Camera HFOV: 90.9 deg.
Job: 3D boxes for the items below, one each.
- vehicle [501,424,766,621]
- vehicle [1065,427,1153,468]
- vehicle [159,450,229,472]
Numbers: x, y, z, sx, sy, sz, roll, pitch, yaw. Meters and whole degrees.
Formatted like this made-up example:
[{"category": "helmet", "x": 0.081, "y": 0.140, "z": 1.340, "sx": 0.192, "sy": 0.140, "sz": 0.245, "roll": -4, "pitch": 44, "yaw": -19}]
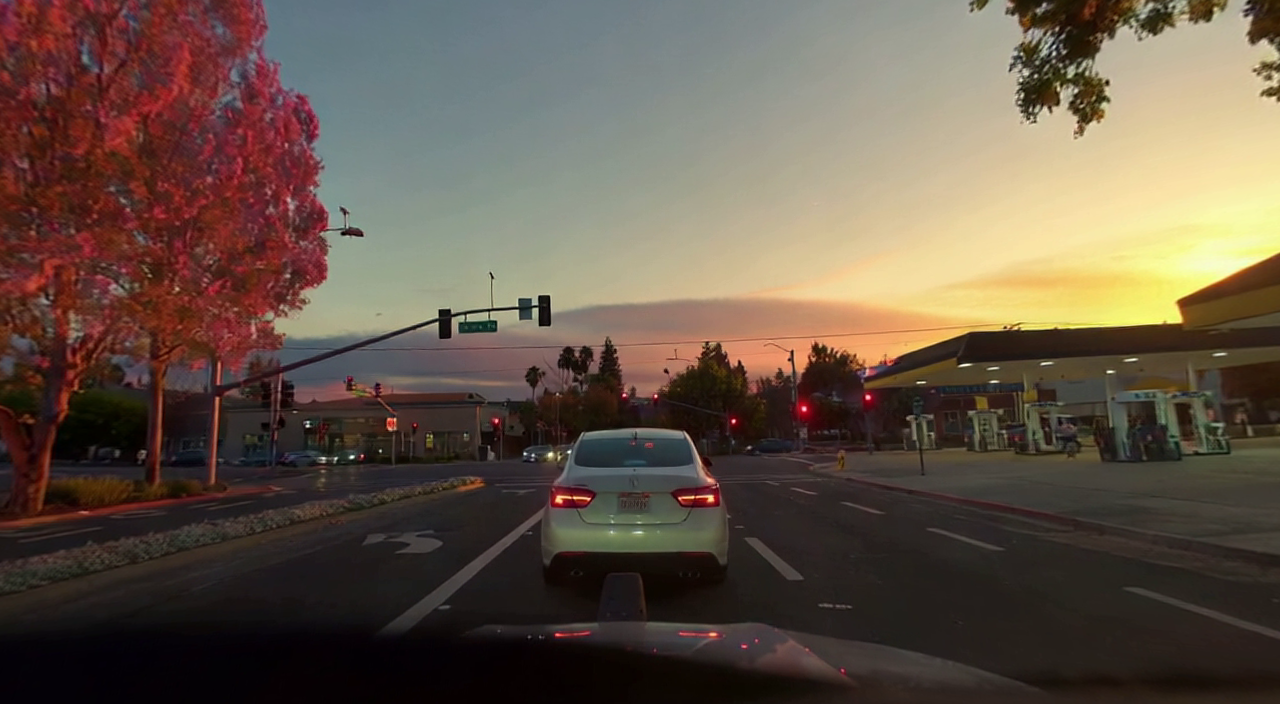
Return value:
[{"category": "vehicle", "x": -0.052, "y": 1.601, "z": 6.894, "sx": 2.010, "sy": 1.482, "sz": 4.057, "roll": 0, "pitch": -8, "yaw": 0}, {"category": "vehicle", "x": 18.554, "y": 3.754, "z": 24.863, "sx": 4.091, "sy": 1.495, "sz": 2.053, "roll": 8, "pitch": -12, "yaw": -44}, {"category": "vehicle", "x": -33.559, "y": 8.185, "z": 47.451, "sx": 3.975, "sy": 1.563, "sz": 1.755, "roll": -1, "pitch": -8, "yaw": 5}]
